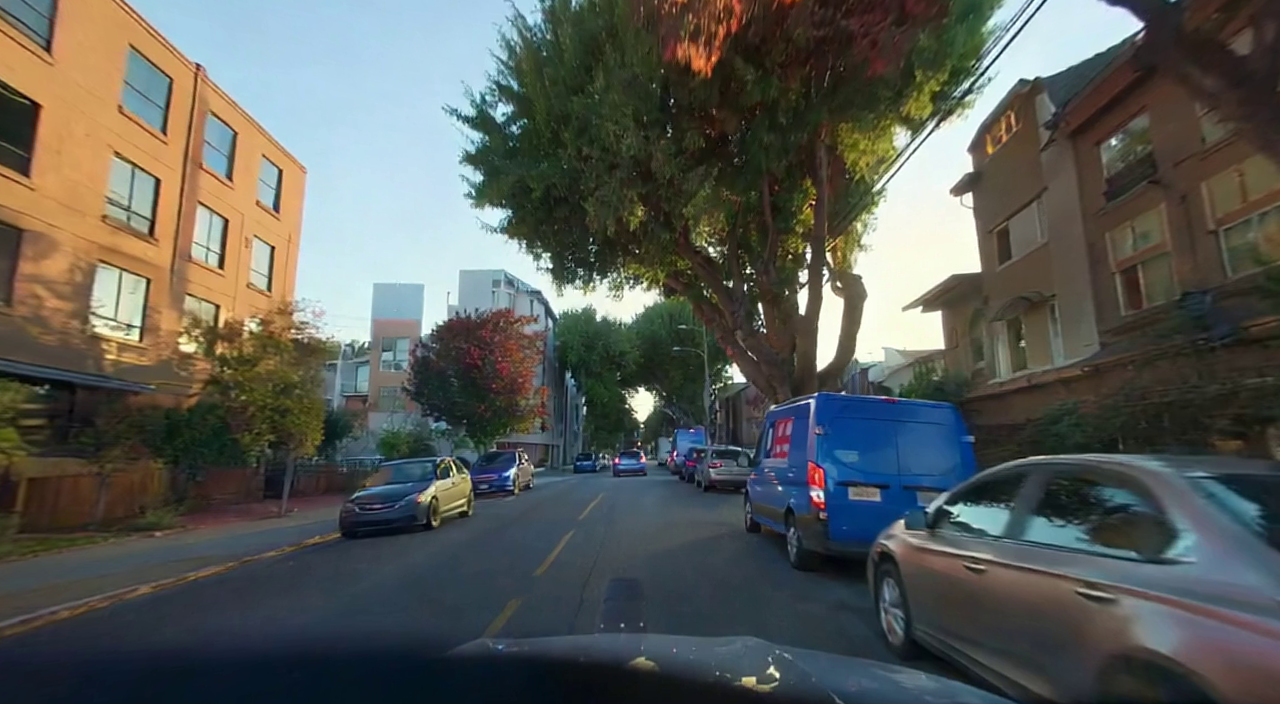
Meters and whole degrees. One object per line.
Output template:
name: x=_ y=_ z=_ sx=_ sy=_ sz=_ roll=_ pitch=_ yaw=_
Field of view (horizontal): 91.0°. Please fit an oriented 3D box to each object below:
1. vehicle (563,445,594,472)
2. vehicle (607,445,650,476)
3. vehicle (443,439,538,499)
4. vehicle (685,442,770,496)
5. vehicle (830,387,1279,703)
vehicle: x=-4.772 y=8.298 z=49.324 sx=1.951 sy=1.662 sz=4.046 roll=1 pitch=-4 yaw=1
vehicle: x=-0.617 y=5.656 z=33.042 sx=2.095 sy=1.510 sz=3.605 roll=0 pitch=-8 yaw=-1
vehicle: x=-4.930 y=3.881 z=21.449 sx=2.090 sy=1.497 sz=4.639 roll=1 pitch=-4 yaw=0
vehicle: x=2.607 y=3.586 z=19.745 sx=1.906 sy=1.471 sz=3.941 roll=0 pitch=-8 yaw=-3
vehicle: x=2.535 y=0.995 z=2.691 sx=1.922 sy=1.476 sz=4.811 roll=0 pitch=-8 yaw=0
